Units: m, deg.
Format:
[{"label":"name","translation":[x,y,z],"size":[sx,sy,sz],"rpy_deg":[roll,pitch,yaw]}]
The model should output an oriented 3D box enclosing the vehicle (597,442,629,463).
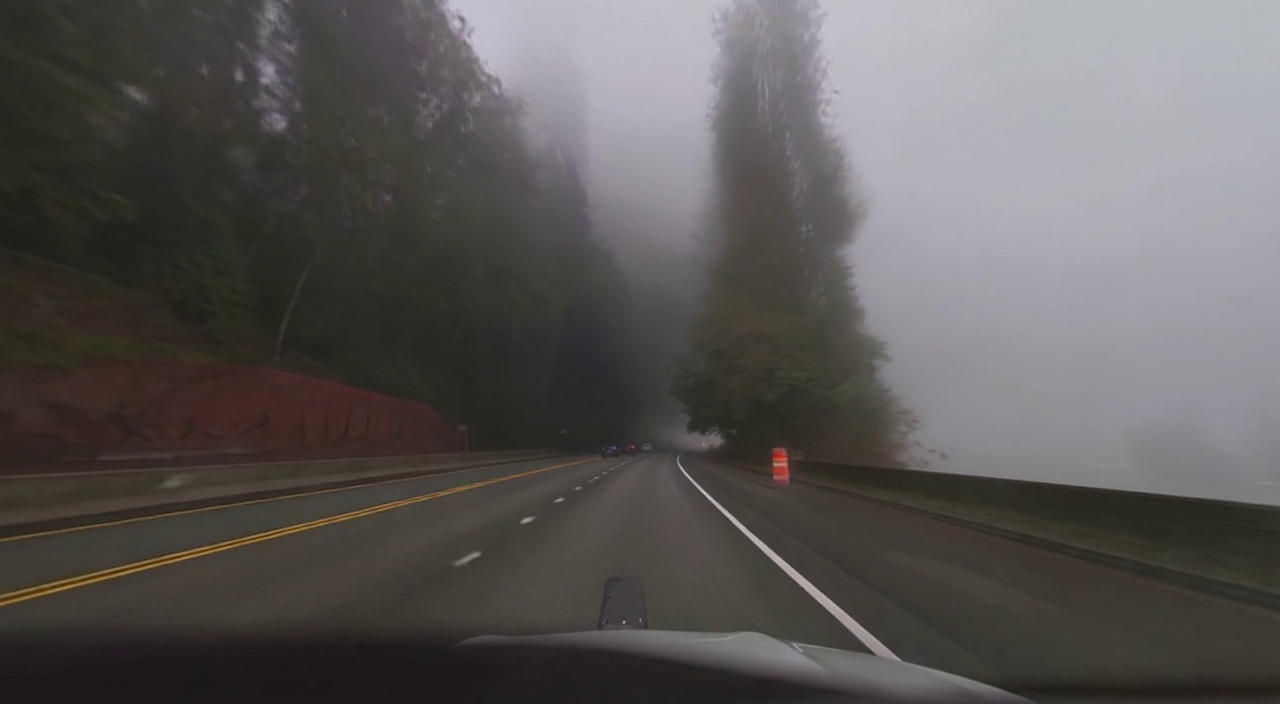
[{"label":"vehicle","translation":[-2.013,7.574,47.650],"size":[2.118,1.475,4.263],"rpy_deg":[-1,-8,2]}]
